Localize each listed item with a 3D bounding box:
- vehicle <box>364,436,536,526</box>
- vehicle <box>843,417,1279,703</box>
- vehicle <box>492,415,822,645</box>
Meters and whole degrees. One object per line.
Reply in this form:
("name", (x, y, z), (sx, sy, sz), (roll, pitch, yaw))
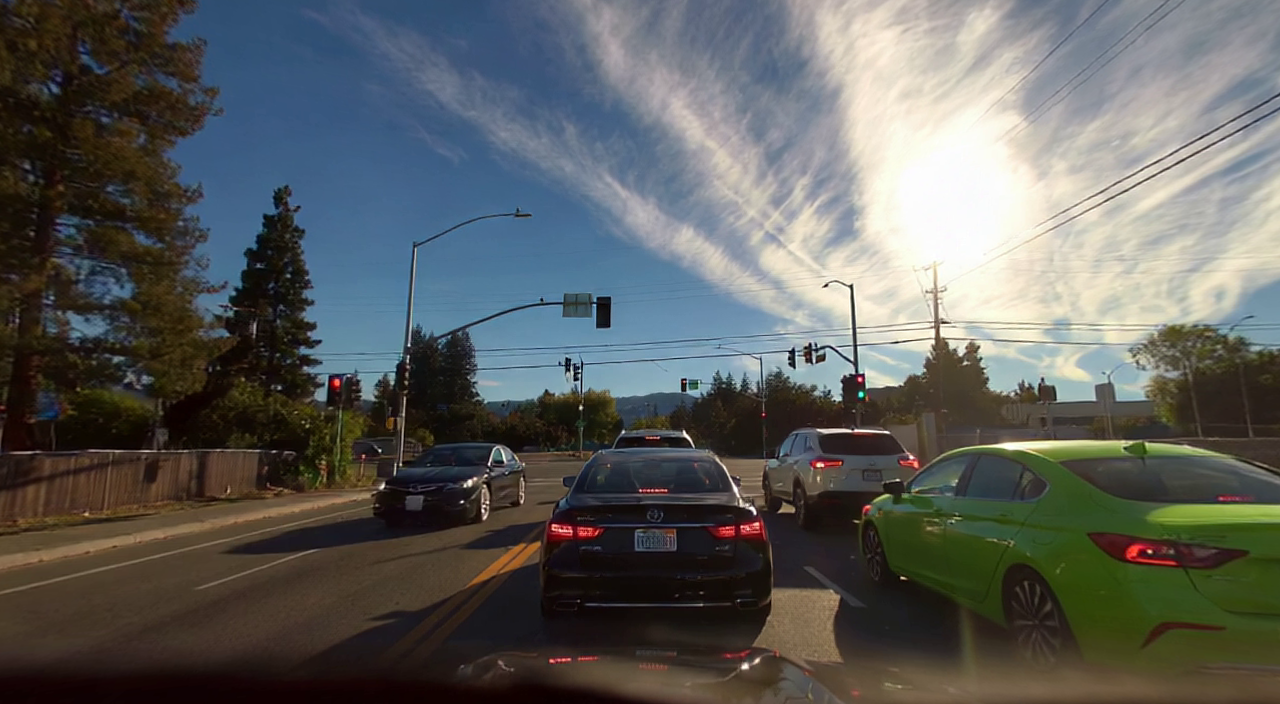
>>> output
("vehicle", (-3.529, 2.474, 12.739), (1.959, 1.456, 4.488), (0, -8, 2))
("vehicle", (3.091, 1.240, 4.134), (2.027, 1.432, 4.431), (0, -8, 0))
("vehicle", (0.075, 1.498, 6.413), (2.170, 1.497, 4.369), (0, -8, -1))
